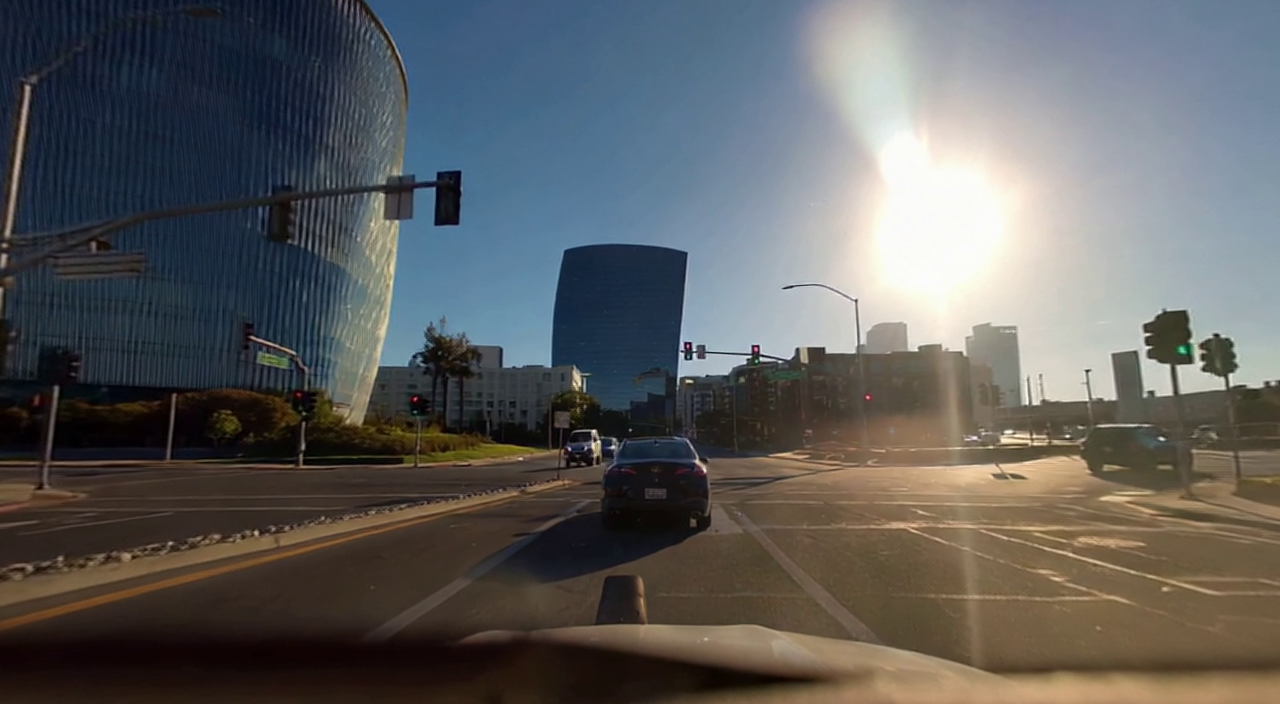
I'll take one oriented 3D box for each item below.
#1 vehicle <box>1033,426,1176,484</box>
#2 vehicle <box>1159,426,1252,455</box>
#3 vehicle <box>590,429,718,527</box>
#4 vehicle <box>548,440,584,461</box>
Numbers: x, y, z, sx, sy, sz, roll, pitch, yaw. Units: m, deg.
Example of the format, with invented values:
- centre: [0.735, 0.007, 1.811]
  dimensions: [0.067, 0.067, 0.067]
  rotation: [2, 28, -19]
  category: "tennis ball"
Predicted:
- centre: [15.823, 3.482, 21.397]
  dimensions: [4.739, 1.749, 2.174]
  rotation: [6, -10, -32]
  category: "vehicle"
- centre: [31.126, 4.914, 34.786]
  dimensions: [1.743, 1.472, 3.772]
  rotation: [0, -9, 4]
  category: "vehicle"
- centre: [0.356, 2.305, 12.078]
  dimensions: [2.014, 1.525, 4.197]
  rotation: [0, -9, 4]
  category: "vehicle"
- centre: [-5.703, 7.678, 49.047]
  dimensions: [2.113, 1.535, 4.504]
  rotation: [0, -9, 3]
  category: "vehicle"
